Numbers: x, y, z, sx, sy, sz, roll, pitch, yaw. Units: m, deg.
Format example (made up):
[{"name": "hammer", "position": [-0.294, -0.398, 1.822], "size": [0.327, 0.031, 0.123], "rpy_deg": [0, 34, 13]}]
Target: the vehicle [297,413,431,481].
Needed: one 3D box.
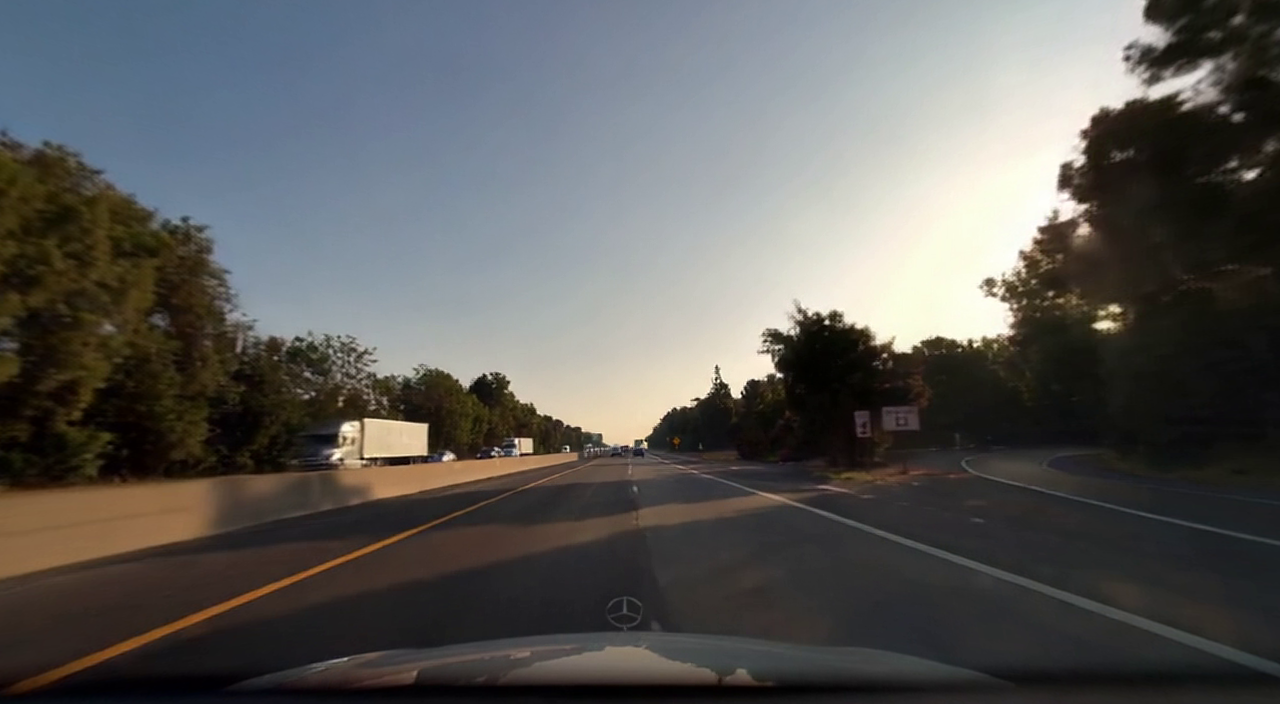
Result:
[{"name": "vehicle", "position": [-20.665, 7.432, 49.329], "size": [2.936, 4.356, 16.937], "rpy_deg": [0, -9, 0]}]
